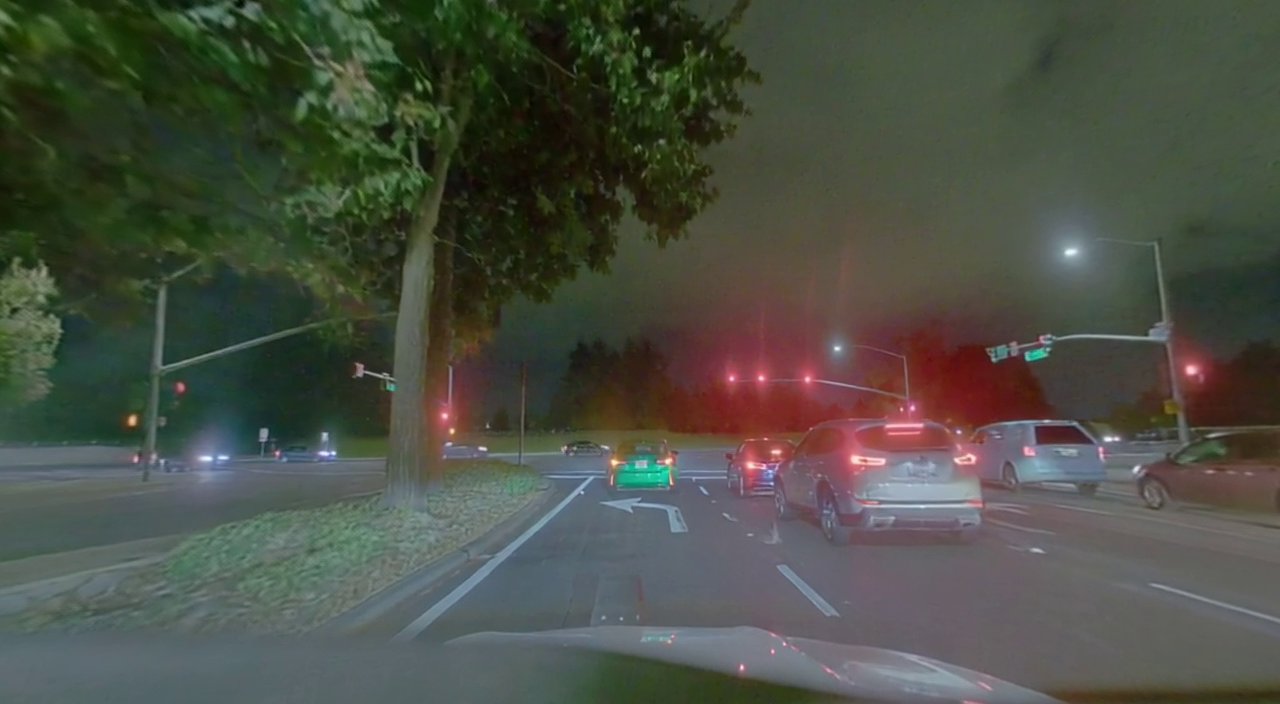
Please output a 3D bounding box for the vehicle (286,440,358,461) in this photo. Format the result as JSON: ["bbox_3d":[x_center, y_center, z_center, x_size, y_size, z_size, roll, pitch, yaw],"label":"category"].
[{"bbox_3d":[-24.444,7.588,48.602,4.670,1.542,1.861,-1,-9,8],"label":"vehicle"}]

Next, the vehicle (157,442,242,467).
[{"bbox_3d":[-29.954,6.942,43.003,4.517,1.637,1.935,-1,-9,8],"label":"vehicle"}]

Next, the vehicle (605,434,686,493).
[{"bbox_3d":[0.187,3.107,17.960,2.026,1.458,4.175,0,-9,1],"label":"vehicle"}]

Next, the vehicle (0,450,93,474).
[{"bbox_3d":[-38.530,7.126,40.973,4.630,1.441,1.923,-1,-9,9],"label":"vehicle"}]

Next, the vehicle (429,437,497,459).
[{"bbox_3d":[-12.457,6.798,44.627,4.076,1.498,2.175,0,-9,1],"label":"vehicle"}]

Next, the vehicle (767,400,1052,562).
[{"bbox_3d":[3.478,1.796,9.523,2.111,1.780,4.990,0,-9,1],"label":"vehicle"}]

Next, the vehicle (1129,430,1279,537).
[{"bbox_3d":[10.332,2.016,9.830,1.919,1.549,4.452,0,-9,1],"label":"vehicle"}]
